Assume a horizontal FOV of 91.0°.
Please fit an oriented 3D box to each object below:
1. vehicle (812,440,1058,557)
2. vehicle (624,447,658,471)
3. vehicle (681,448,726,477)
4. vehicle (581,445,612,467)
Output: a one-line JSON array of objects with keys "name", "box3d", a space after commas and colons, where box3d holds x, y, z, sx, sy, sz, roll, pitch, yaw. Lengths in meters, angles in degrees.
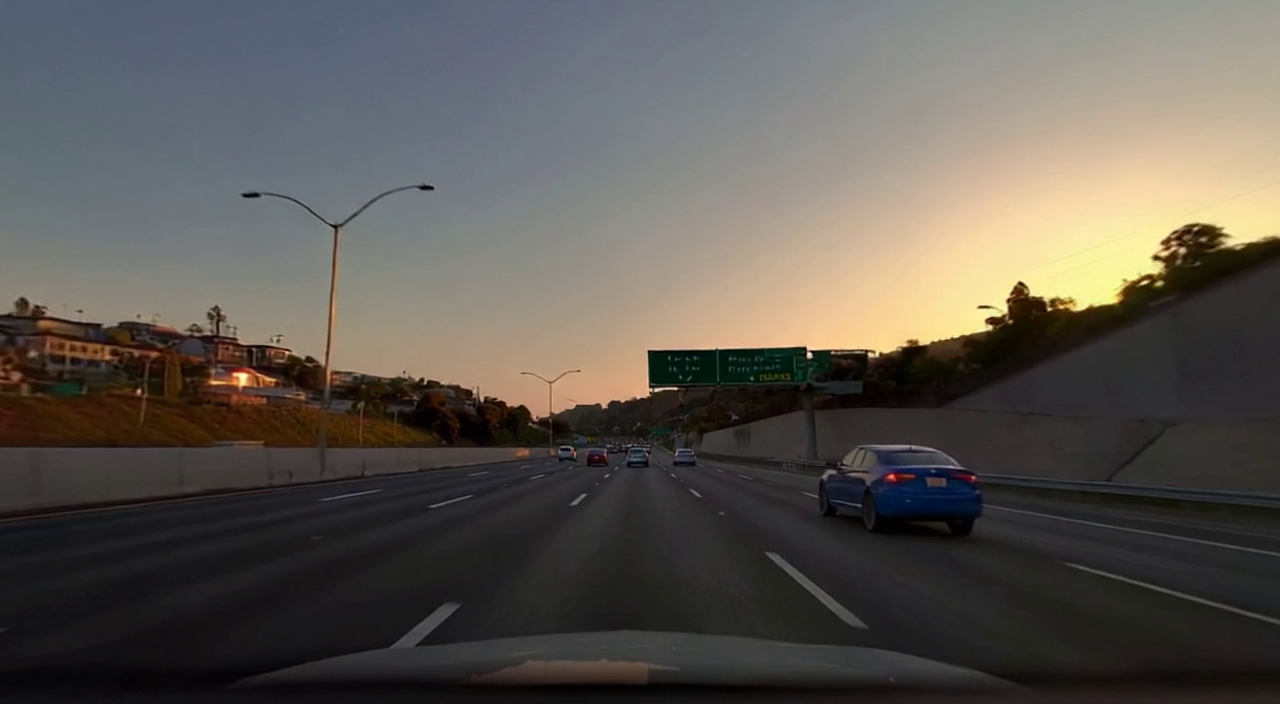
[{"name": "vehicle", "box3d": [4.571, 2.309, 10.745, 2.077, 1.527, 4.553, 0, -9, 2]}, {"name": "vehicle", "box3d": [0.065, 7.062, 41.721, 2.166, 1.496, 4.158, 0, -9, 0]}, {"name": "vehicle", "box3d": [3.459, 6.109, 35.128, 2.036, 1.517, 4.256, 0, -9, -1]}, {"name": "vehicle", "box3d": [-3.377, 8.209, 49.769, 2.091, 1.664, 4.157, 0, -9, 0]}]
